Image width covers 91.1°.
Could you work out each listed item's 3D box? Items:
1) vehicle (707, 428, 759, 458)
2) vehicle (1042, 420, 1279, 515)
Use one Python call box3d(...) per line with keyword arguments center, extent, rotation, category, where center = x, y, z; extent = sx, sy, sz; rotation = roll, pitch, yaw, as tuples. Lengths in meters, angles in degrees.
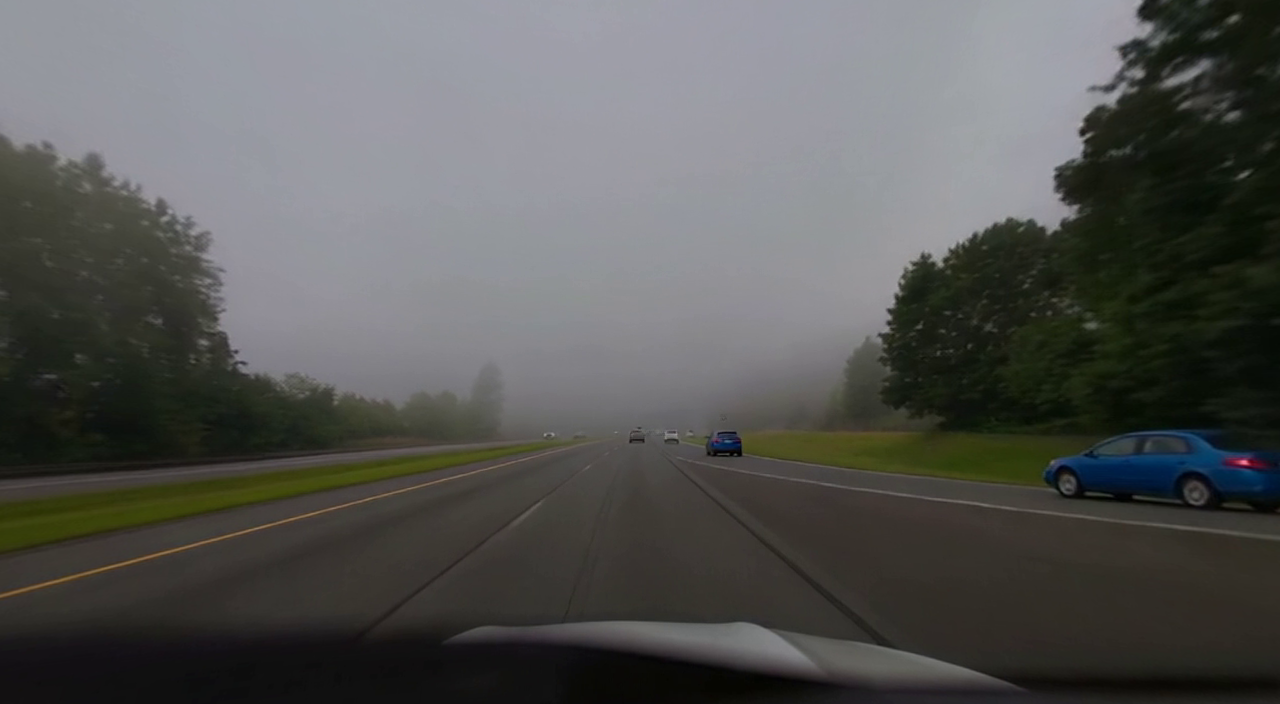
box3d(center=(4.926, 4.881, 33.686), extent=(1.765, 1.510, 3.762), rotation=(1, -8, -8), category="vehicle")
box3d(center=(10.474, 2.101, 11.910), extent=(1.992, 1.486, 4.406), rotation=(3, -8, -20), category="vehicle")
